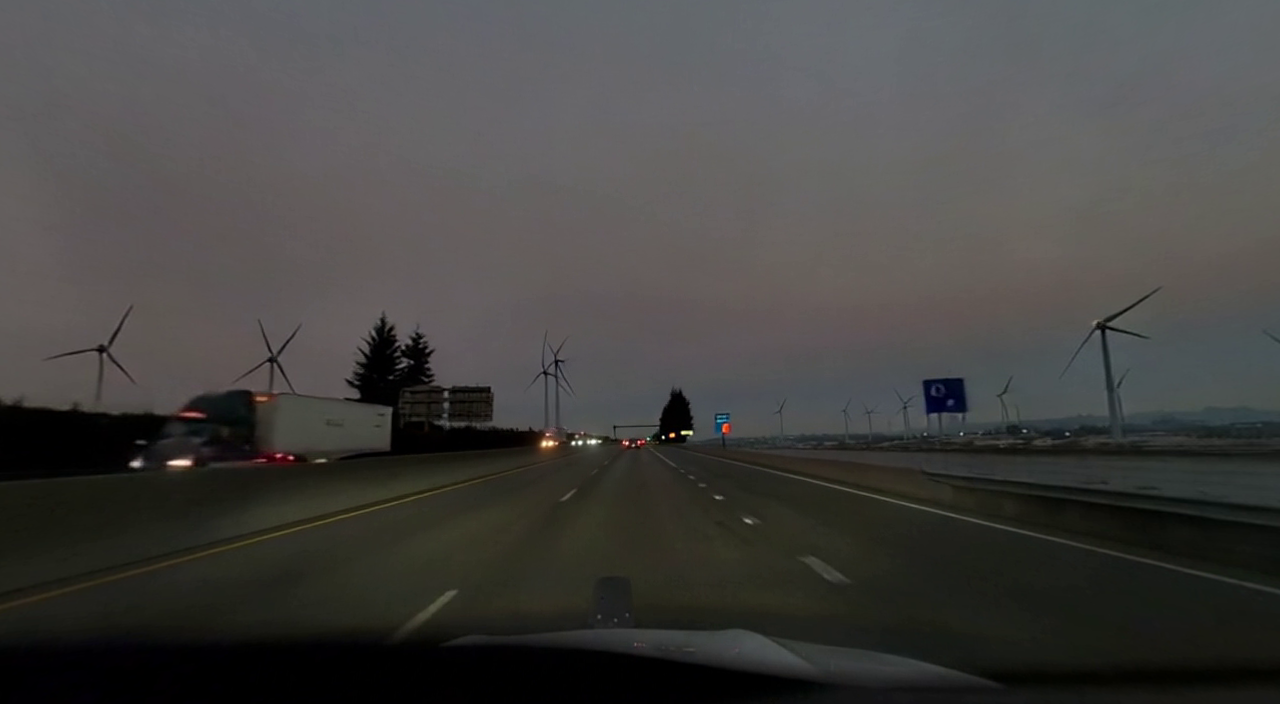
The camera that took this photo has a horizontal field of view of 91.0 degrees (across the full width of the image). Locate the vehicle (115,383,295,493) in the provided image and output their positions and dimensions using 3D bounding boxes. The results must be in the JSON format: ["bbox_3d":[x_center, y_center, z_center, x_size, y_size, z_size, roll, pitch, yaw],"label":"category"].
[{"bbox_3d":[-17.193,3.489,25.506,3.021,3.900,5.847,0,-8,-1],"label":"vehicle"}]
